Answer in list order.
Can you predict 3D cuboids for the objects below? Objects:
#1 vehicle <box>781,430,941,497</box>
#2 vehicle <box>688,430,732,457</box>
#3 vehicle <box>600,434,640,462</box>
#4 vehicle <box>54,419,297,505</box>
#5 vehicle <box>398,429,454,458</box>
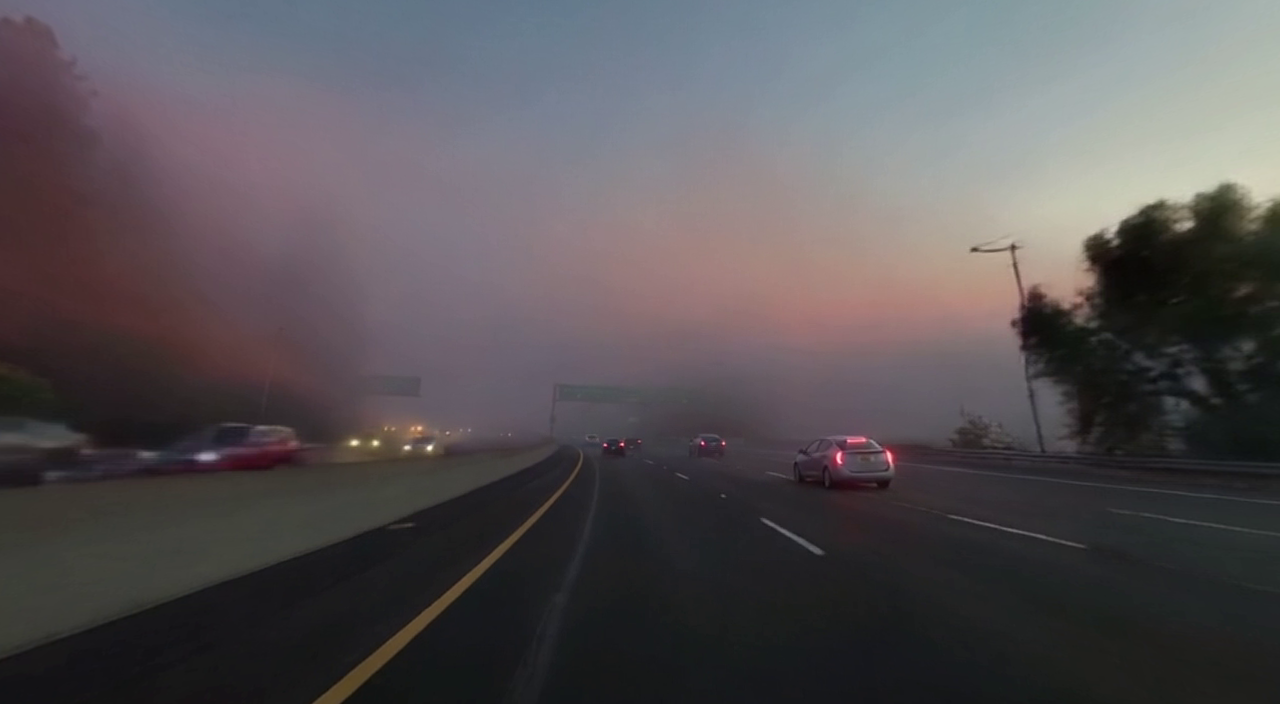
[{"bbox_3d":[5.597,2.889,16.816,2.196,1.494,4.735,1,-8,-5],"label":"vehicle"},{"bbox_3d":[4.531,6.036,41.643,2.094,1.652,3.955,1,-8,-5],"label":"vehicle"},{"bbox_3d":[-1.230,5.530,36.508,2.090,1.510,4.280,1,-8,-5],"label":"vehicle"},{"bbox_3d":[-9.413,2.267,13.398,1.900,1.491,4.406,0,-8,-2],"label":"vehicle"},{"bbox_3d":[-13.364,5.779,39.708,1.954,1.693,4.417,0,-8,0],"label":"vehicle"}]
